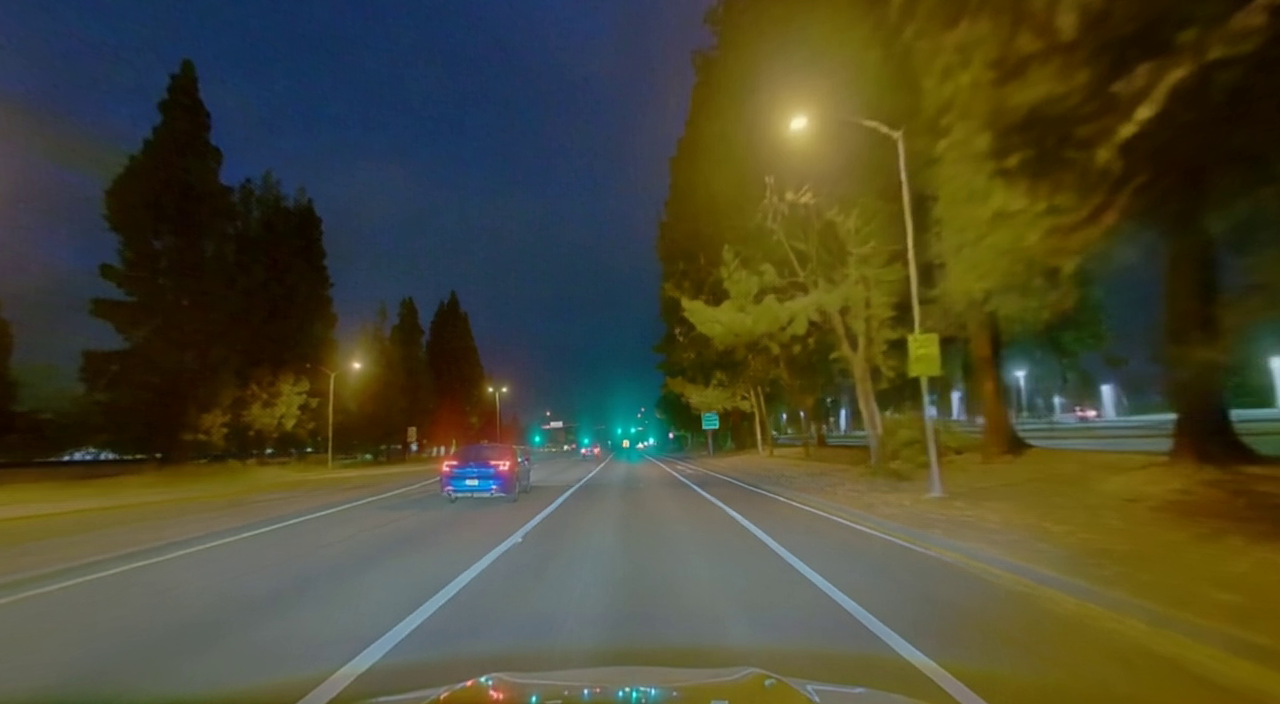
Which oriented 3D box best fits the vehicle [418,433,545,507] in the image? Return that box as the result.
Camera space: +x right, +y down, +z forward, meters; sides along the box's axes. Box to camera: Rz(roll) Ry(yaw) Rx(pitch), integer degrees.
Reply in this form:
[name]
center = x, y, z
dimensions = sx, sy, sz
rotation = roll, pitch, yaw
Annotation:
[vehicle]
center = -3.525, 2.675, 14.888
dimensions = 1.964, 1.472, 4.078
rotation = 0, -8, -1
